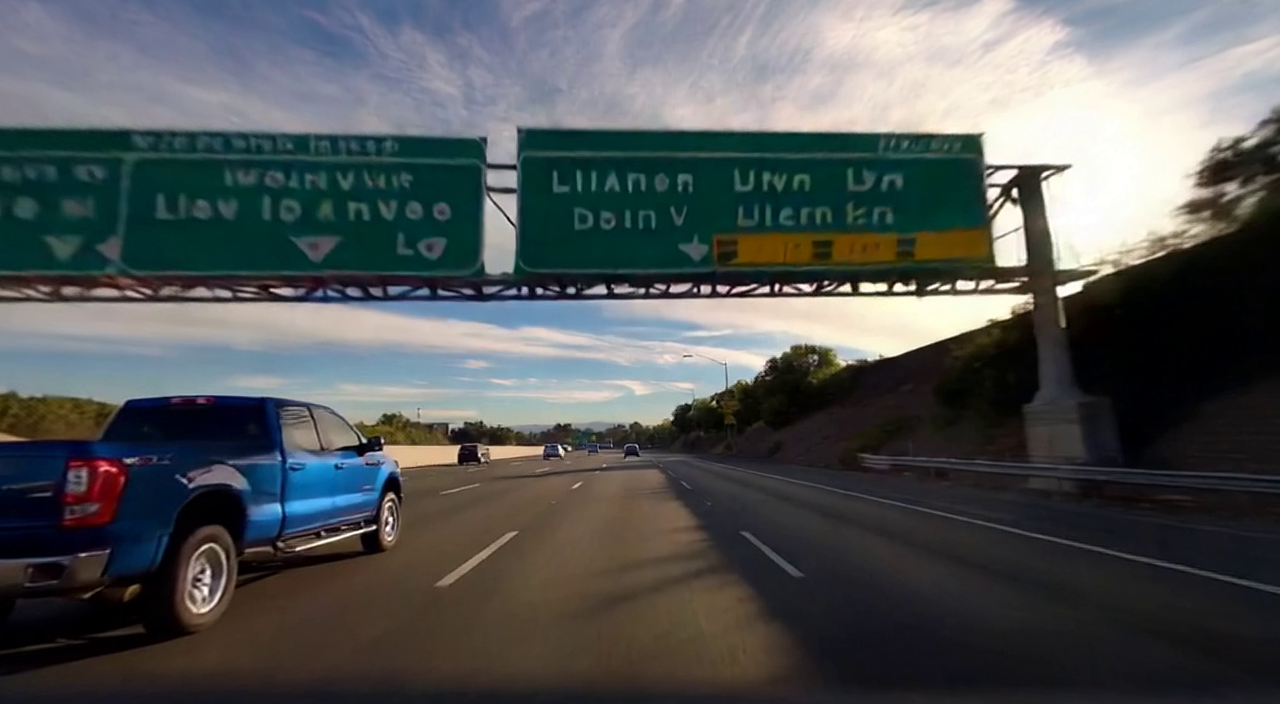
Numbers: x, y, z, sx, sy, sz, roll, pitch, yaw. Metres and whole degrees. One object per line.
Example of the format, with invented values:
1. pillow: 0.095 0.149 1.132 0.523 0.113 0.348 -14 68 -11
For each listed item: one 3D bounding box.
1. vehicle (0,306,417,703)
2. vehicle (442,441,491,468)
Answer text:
1. vehicle: -4.299 1.175 5.626 2.339 2.004 6.171 0 -9 0
2. vehicle: -11.563 6.848 42.280 2.106 1.692 4.458 0 -9 -1
